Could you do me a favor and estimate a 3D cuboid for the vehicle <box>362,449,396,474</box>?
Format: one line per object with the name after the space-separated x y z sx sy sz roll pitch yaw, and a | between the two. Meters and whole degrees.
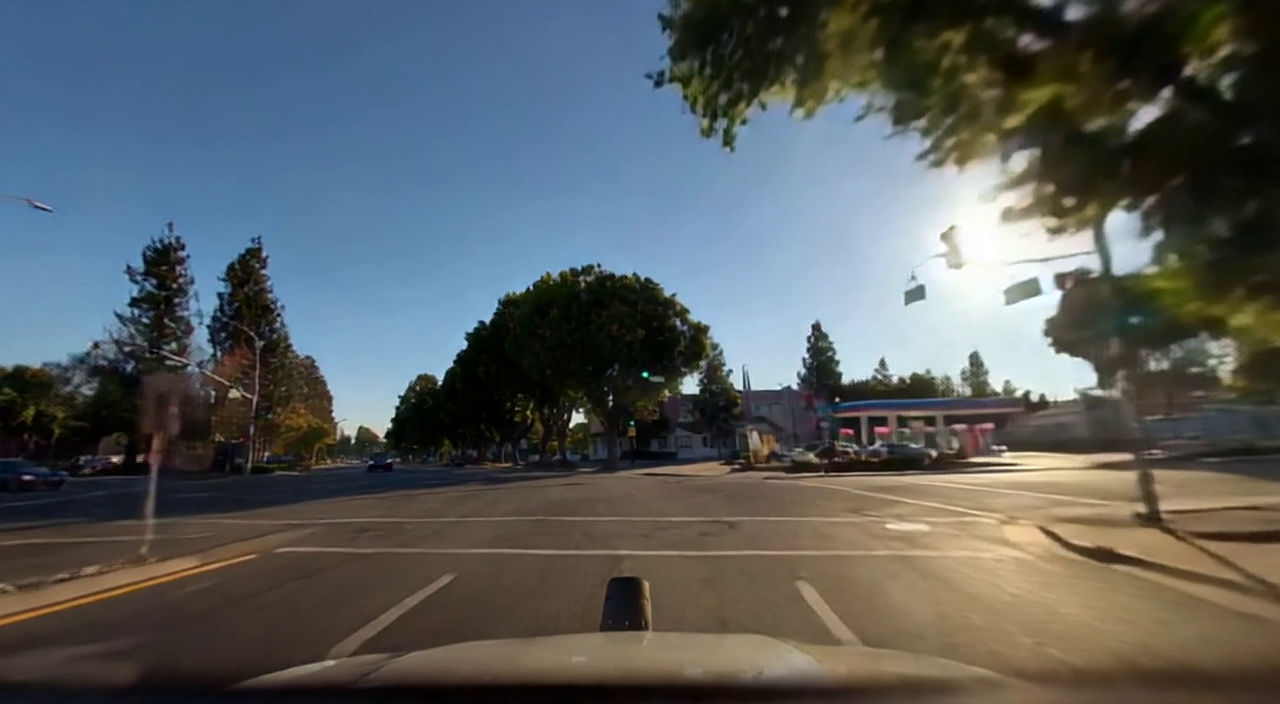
-18.625 7.742 44.862 2.048 1.670 4.450 4 -10 -24 | vehicle
